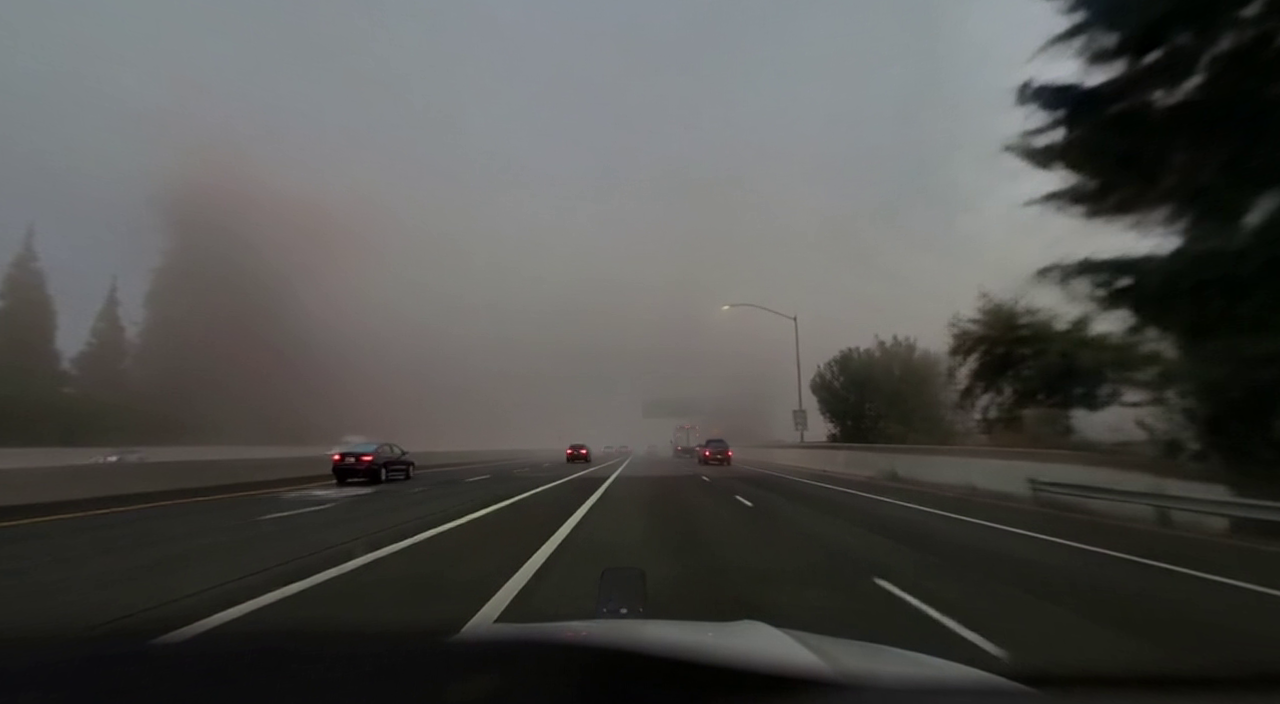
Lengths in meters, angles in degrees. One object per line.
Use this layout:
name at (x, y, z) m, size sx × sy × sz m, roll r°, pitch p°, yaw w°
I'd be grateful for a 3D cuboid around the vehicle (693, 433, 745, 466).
vehicle at (4.906, 6.196, 40.348) m, size 2.355 × 1.930 × 6.633 m, roll 0°, pitch -8°, yaw -1°

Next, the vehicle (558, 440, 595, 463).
vehicle at (-4.282, 6.795, 43.094) m, size 1.981 × 1.473 × 4.317 m, roll 0°, pitch -8°, yaw 2°

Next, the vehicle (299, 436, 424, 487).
vehicle at (-8.975, 3.551, 20.840) m, size 1.899 × 1.465 × 4.589 m, roll 0°, pitch -8°, yaw 2°
